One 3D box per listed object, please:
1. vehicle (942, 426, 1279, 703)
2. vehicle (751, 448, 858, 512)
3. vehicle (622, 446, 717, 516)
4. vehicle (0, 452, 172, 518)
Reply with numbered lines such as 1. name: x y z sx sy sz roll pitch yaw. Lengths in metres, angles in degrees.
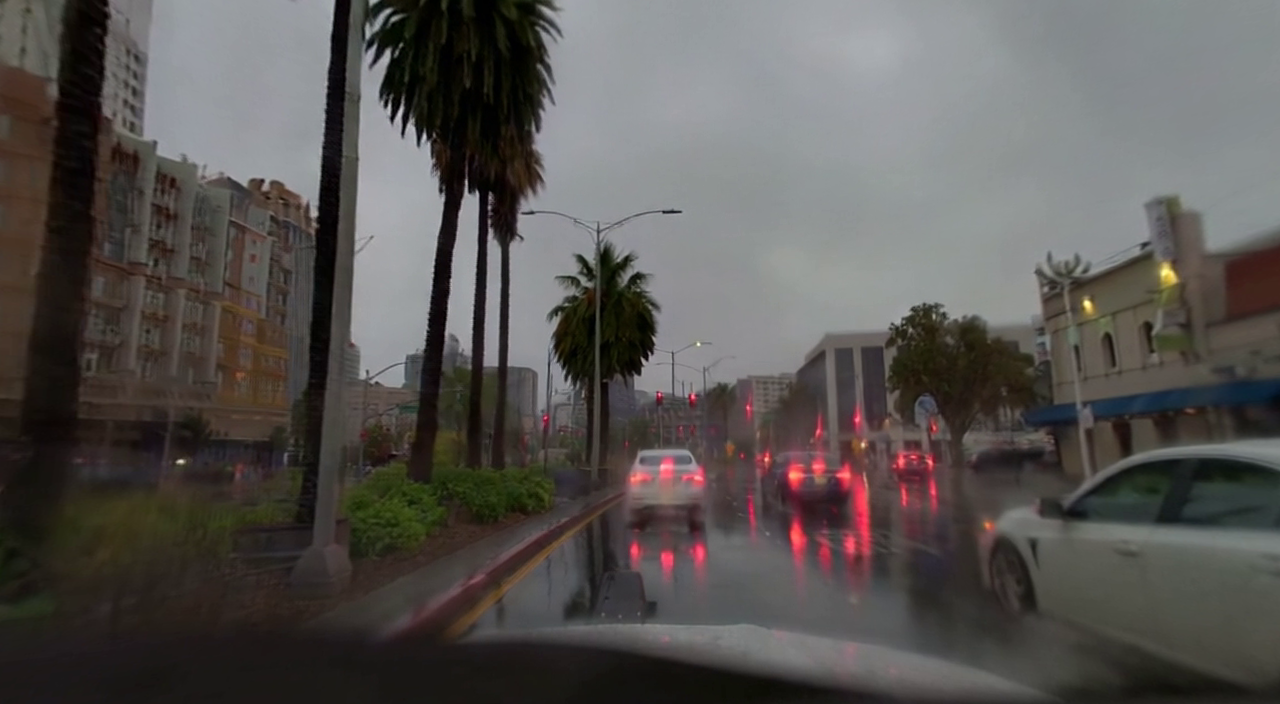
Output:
1. vehicle: 3.732 1.209 3.695 1.913 1.469 4.425 -1 -9 3
2. vehicle: 4.287 3.389 17.244 1.920 1.490 4.417 -1 -9 3
3. vehicle: 0.782 3.090 15.628 2.078 1.503 3.681 -1 -9 5
4. vehicle: -16.923 3.841 18.868 2.078 1.662 4.436 -2 -9 9
